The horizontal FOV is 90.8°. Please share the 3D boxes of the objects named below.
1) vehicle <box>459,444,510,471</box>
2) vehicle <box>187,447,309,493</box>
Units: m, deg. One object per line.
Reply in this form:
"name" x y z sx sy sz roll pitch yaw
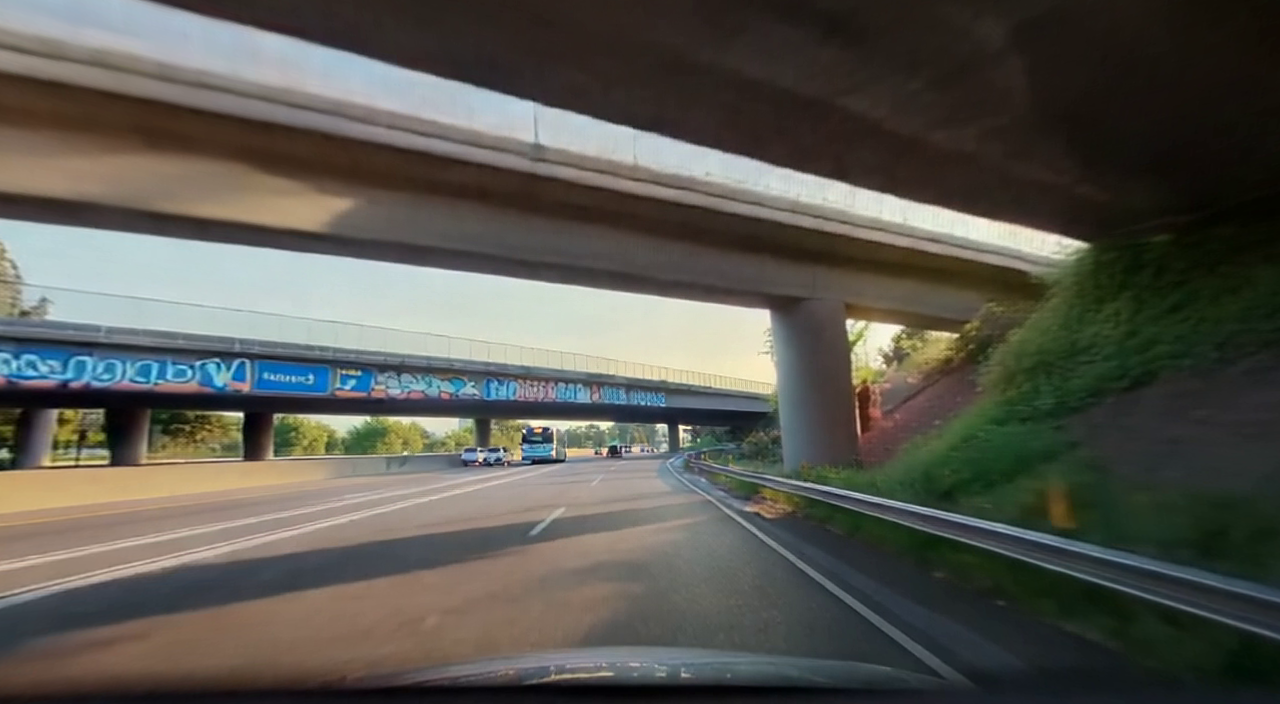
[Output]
"vehicle" -9.671 6.597 39.656 1.979 1.600 4.516 0 -8 1
"vehicle" -13.881 4.152 22.645 1.878 1.470 3.825 0 -8 0
